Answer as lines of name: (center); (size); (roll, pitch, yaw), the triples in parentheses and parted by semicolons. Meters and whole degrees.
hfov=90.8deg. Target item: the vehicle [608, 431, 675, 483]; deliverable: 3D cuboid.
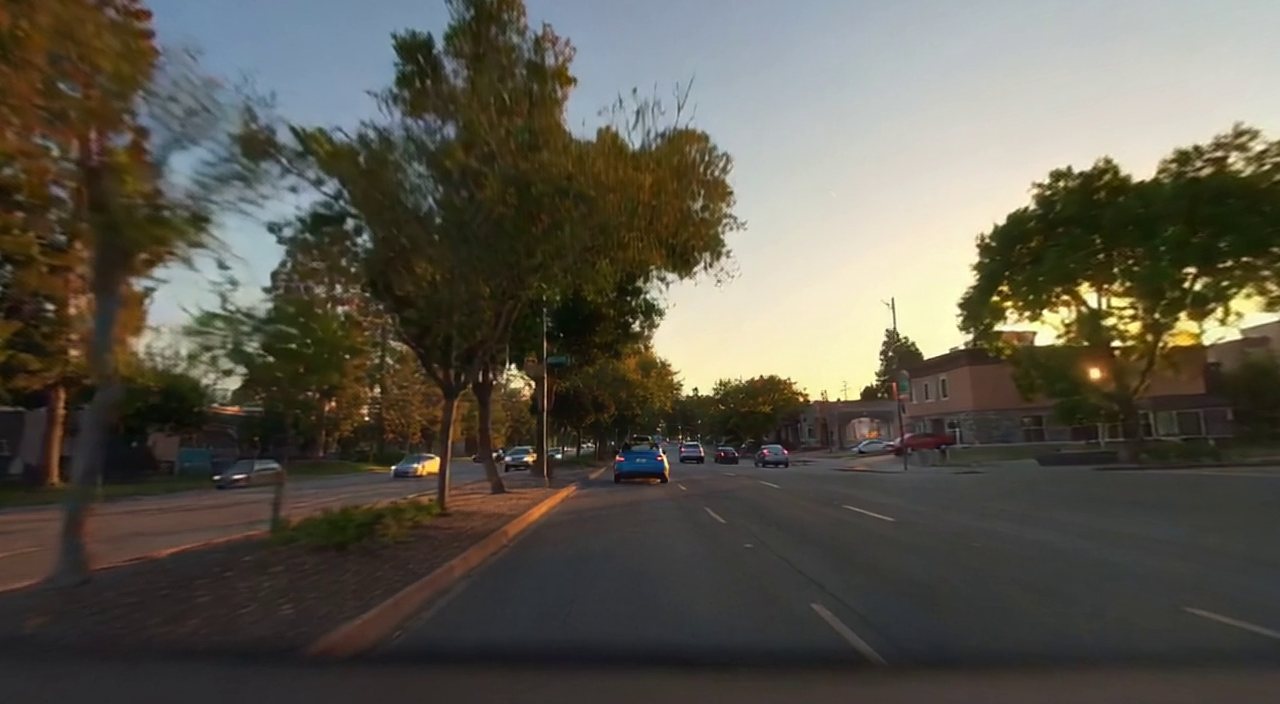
vehicle: (0.015, 3.883, 23.624); (2.266, 1.762, 4.131); (0, -8, -1)

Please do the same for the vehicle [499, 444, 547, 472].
vehicle: (-7.411, 6.736, 40.425); (2.078, 1.694, 4.611); (0, -8, 2)

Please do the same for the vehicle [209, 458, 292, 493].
vehicle: (-19.999, 6.335, 32.648); (1.811, 1.555, 3.815); (0, -8, 0)

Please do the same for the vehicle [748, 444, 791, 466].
vehicle: (9.090, 7.284, 44.786); (2.045, 1.484, 4.342); (0, -8, -1)

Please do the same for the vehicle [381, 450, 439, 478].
vehicle: (-13.858, 6.751, 38.347); (1.936, 1.479, 4.510); (0, -8, -1)

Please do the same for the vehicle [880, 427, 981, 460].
vehicle: (19.644, 6.215, 42.992); (5.677, 2.171, 2.393); (0, -8, 4)
